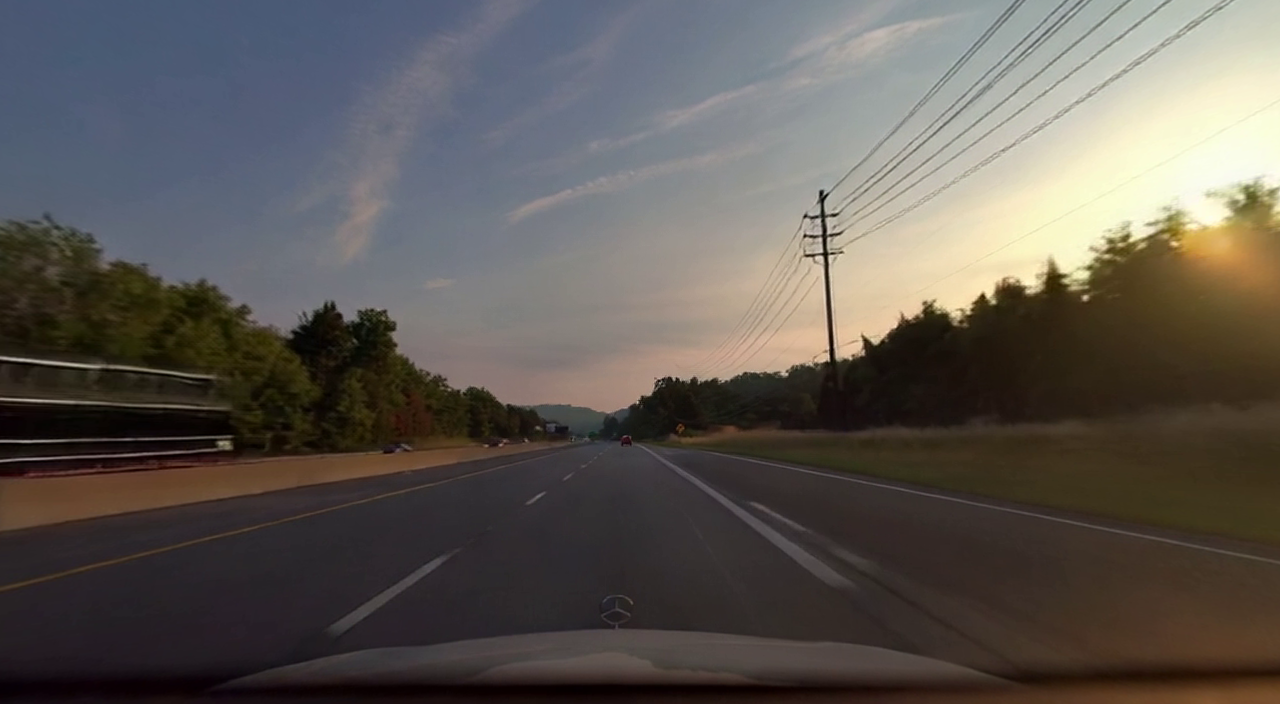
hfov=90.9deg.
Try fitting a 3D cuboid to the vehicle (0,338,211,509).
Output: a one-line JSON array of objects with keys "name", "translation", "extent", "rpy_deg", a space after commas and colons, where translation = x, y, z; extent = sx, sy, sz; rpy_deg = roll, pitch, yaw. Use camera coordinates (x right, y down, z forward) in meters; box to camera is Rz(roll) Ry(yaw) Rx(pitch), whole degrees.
[{"name": "vehicle", "translation": [-17.368, 1.941, 16.601], "extent": [2.873, 4.208, 13.588], "rpy_deg": [-1, -8, -1]}]
